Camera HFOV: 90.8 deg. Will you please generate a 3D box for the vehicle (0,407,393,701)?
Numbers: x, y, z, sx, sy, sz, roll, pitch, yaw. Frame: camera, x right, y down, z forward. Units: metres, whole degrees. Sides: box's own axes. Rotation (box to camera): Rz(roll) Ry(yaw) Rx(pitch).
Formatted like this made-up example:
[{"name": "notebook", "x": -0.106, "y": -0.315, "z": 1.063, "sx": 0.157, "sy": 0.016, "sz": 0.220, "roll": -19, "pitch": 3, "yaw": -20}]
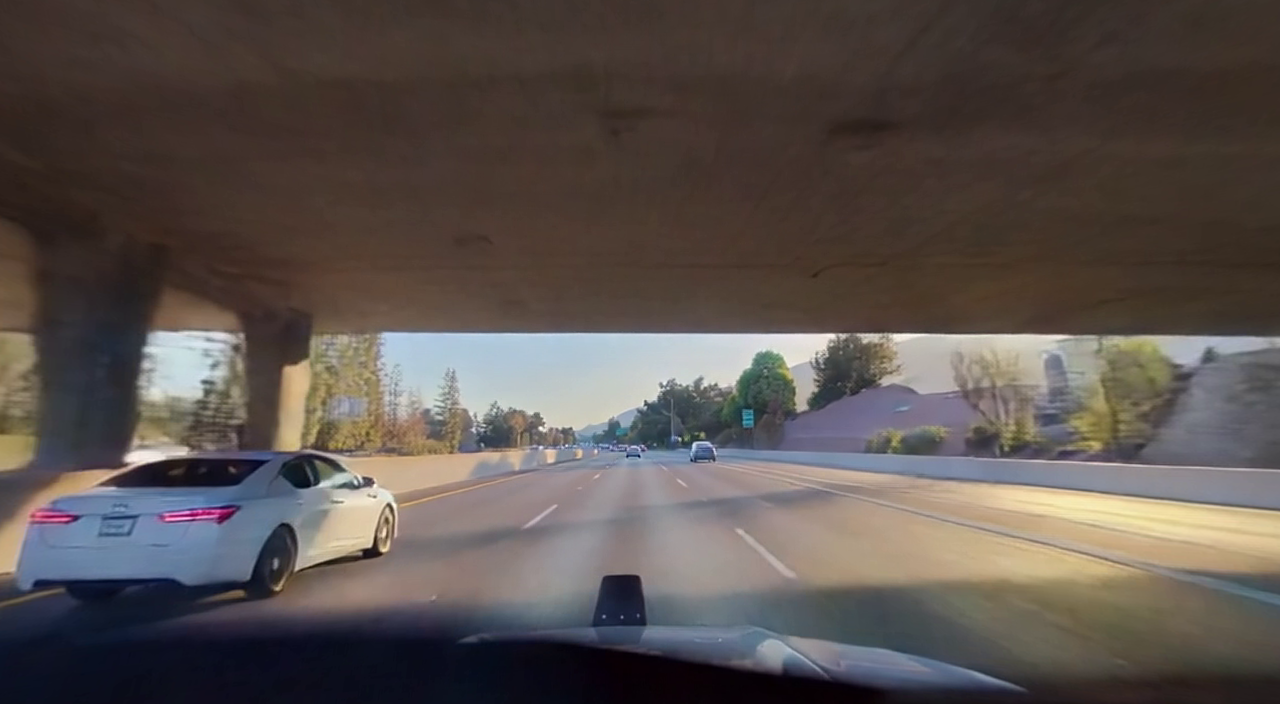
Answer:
[{"name": "vehicle", "x": -4.075, "y": 1.404, "z": 5.556, "sx": 2.050, "sy": 1.547, "sz": 4.266, "roll": 0, "pitch": -9, "yaw": 0}]
